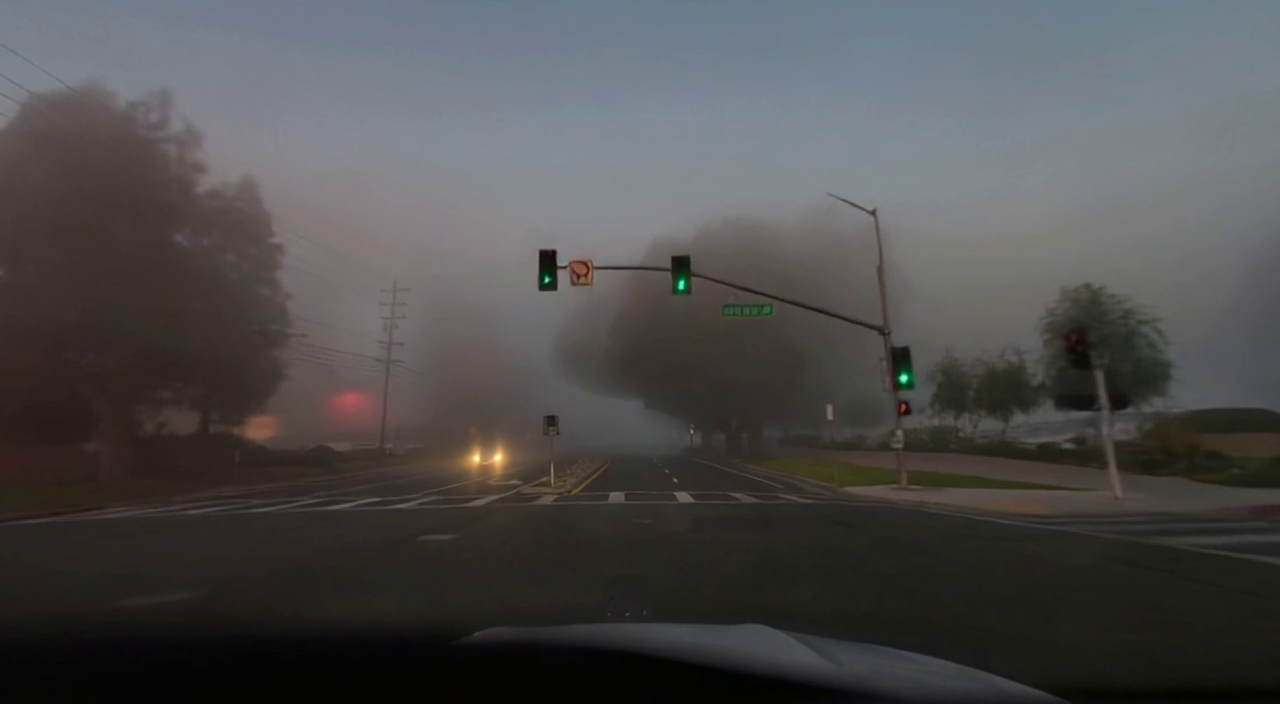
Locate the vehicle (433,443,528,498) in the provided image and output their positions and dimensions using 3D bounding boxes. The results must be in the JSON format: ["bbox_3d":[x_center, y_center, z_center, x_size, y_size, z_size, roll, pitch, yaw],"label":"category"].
[{"bbox_3d":[-5.155,3.865,21.225,1.948,1.471,5.408,2,-7,-2],"label":"vehicle"}]
